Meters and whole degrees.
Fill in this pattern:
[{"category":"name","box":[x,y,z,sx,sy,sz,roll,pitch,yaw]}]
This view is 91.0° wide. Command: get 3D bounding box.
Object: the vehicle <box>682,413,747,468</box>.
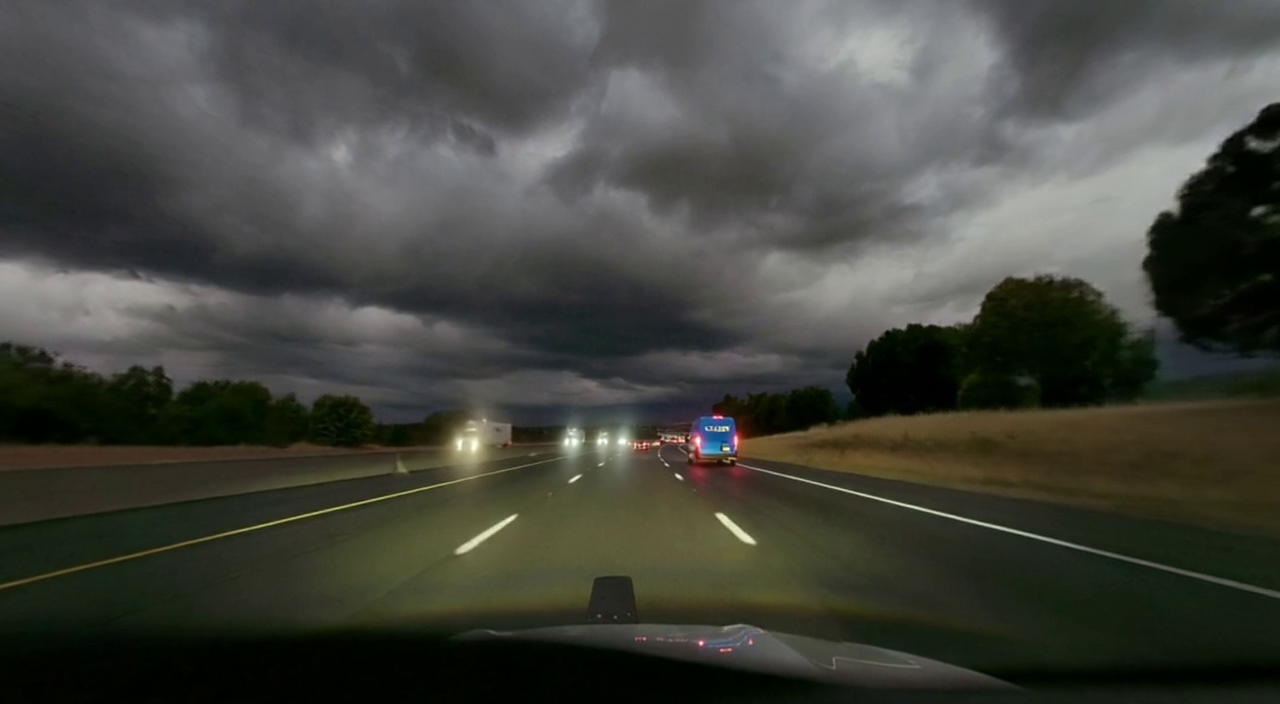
[{"category":"vehicle","box":[3.718,4.590,32.712,2.485,2.562,5.535,0,-8,-2]}]
